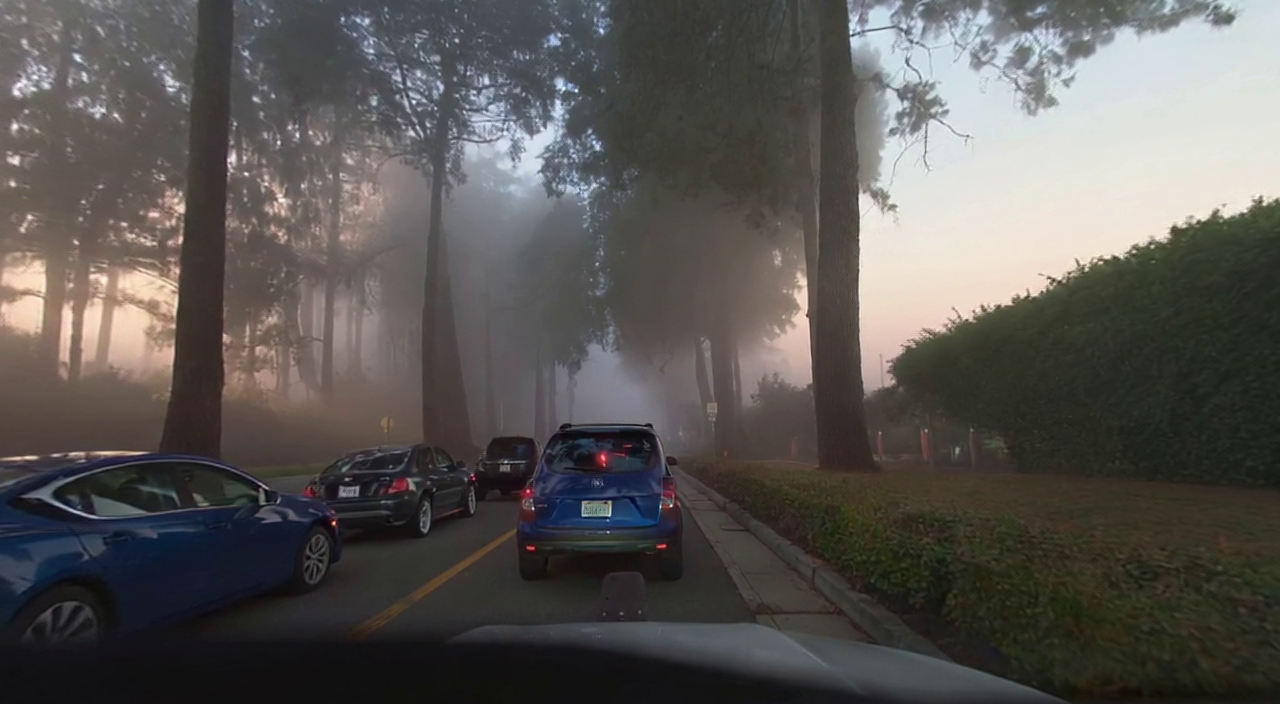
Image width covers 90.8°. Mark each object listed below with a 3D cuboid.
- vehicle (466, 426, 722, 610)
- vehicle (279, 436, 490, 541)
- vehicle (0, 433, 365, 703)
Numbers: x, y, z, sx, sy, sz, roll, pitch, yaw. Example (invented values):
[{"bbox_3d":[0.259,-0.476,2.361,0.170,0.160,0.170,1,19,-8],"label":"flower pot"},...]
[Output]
[{"bbox_3d":[-0.405,1.687,7.387,2.127,1.517,4.090,0,-8,-1],"label":"vehicle"},{"bbox_3d":[-4.255,2.316,11.466,1.898,1.503,4.453,0,-8,1],"label":"vehicle"},{"bbox_3d":[-3.809,1.313,4.465,1.784,1.408,4.141,0,-8,1],"label":"vehicle"}]
